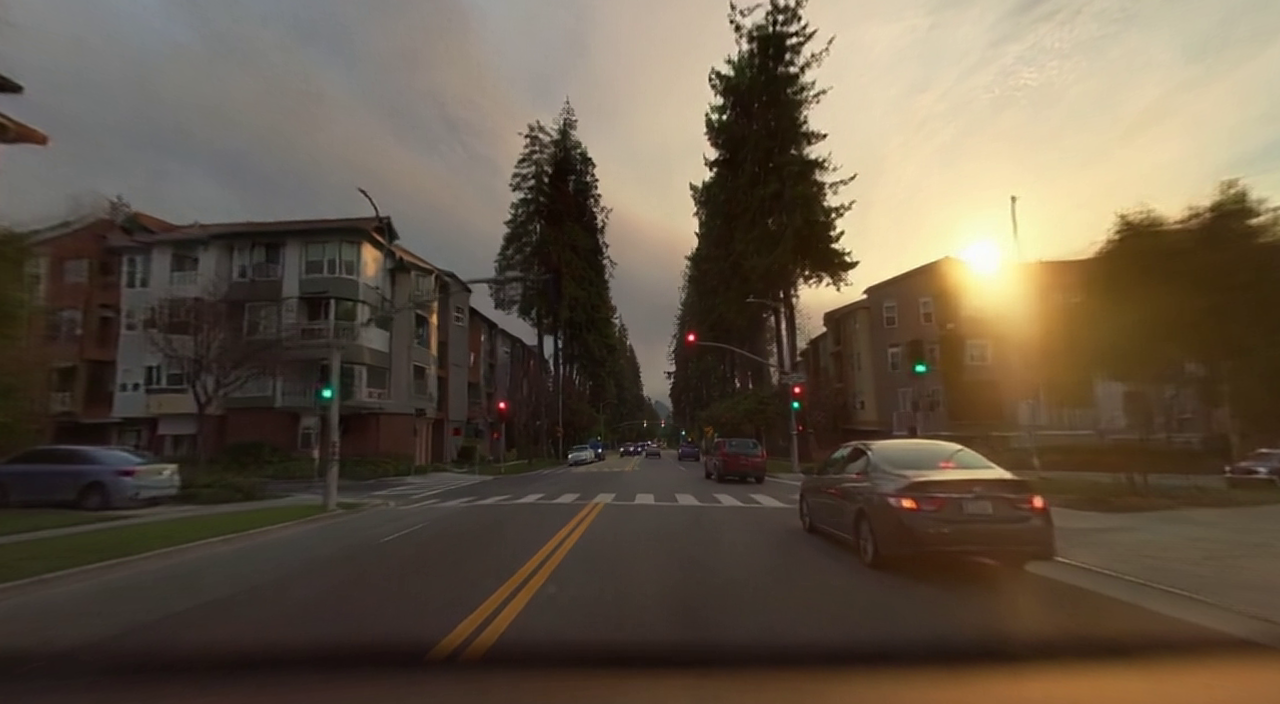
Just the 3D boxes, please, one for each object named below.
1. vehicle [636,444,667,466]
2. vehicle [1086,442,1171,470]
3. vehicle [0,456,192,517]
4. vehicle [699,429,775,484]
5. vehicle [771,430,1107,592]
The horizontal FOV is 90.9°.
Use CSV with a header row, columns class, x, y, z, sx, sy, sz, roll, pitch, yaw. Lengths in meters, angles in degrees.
class,x,y,z,sx,sy,sz,roll,pitch,yaw
vehicle,0.776,7.352,45.092,2.097,1.463,4.043,0,-8,0
vehicle,28.732,6.121,37.223,1.698,1.477,3.735,-2,-9,-6
vehicle,-15.355,3.624,17.244,4.727,1.483,2.002,-1,-8,4
vehicle,3.564,3.960,24.045,2.199,1.872,4.513,0,-8,0
vehicle,3.294,1.839,8.308,2.078,1.488,4.741,0,-8,0
